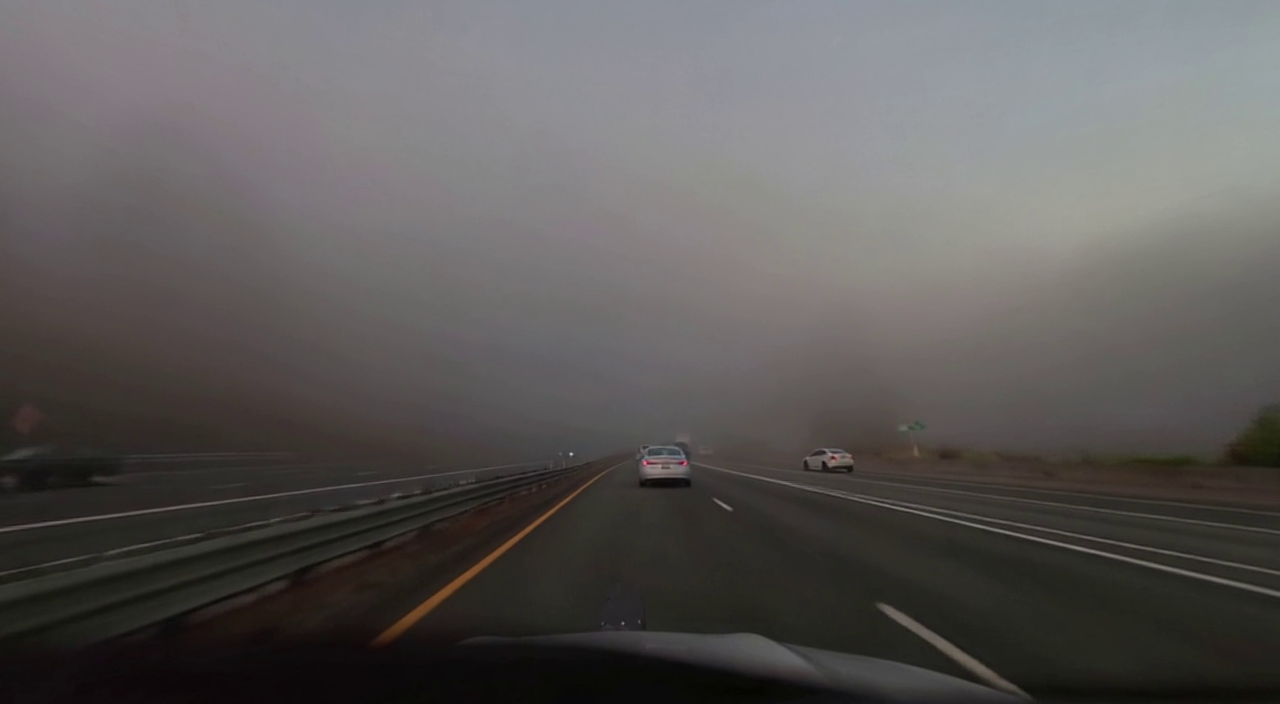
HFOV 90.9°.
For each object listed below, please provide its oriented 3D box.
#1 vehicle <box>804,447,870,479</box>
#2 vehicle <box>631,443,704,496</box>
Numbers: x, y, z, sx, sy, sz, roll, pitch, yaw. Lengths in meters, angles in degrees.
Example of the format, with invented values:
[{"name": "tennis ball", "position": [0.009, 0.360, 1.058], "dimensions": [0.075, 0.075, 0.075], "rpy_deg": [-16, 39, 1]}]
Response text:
[{"name": "vehicle", "position": [9.631, 5.441, 31.107], "dimensions": [1.926, 1.483, 3.528], "rpy_deg": [0, -9, -3]}, {"name": "vehicle", "position": [0.742, 3.621, 19.772], "dimensions": [2.053, 1.483, 4.185], "rpy_deg": [0, -9, -1]}]
